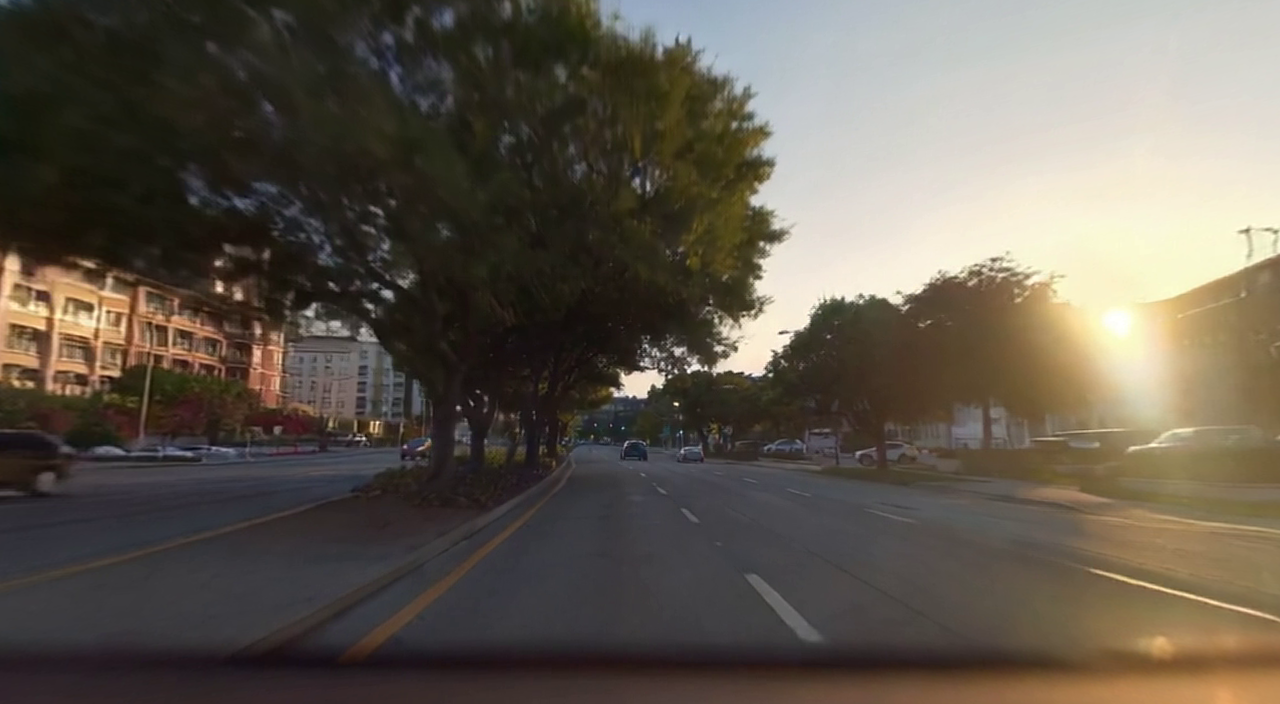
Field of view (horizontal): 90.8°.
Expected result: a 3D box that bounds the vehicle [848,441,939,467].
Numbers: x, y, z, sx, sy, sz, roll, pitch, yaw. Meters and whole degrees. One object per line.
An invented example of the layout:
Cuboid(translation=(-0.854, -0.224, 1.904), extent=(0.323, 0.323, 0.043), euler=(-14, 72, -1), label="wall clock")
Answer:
Cuboid(translation=(15.229, 6.112, 38.049), extent=(4.648, 1.510, 1.891), euler=(1, -9, -5), label="vehicle")

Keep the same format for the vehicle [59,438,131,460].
Cuboid(translation=(-42.409, 7.578, 49.293), extent=(1.869, 1.599, 4.572), euler=(1, -9, -6), label="vehicle")

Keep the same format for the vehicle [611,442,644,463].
Cuboid(translation=(-0.979, 7.642, 48.164), extent=(2.020, 1.479, 4.650), euler=(1, -9, -7), label="vehicle")

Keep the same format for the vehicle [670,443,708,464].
Cuboid(translation=(3.514, 7.437, 46.267), extent=(1.932, 1.439, 4.159), euler=(1, -9, -7), label="vehicle")
